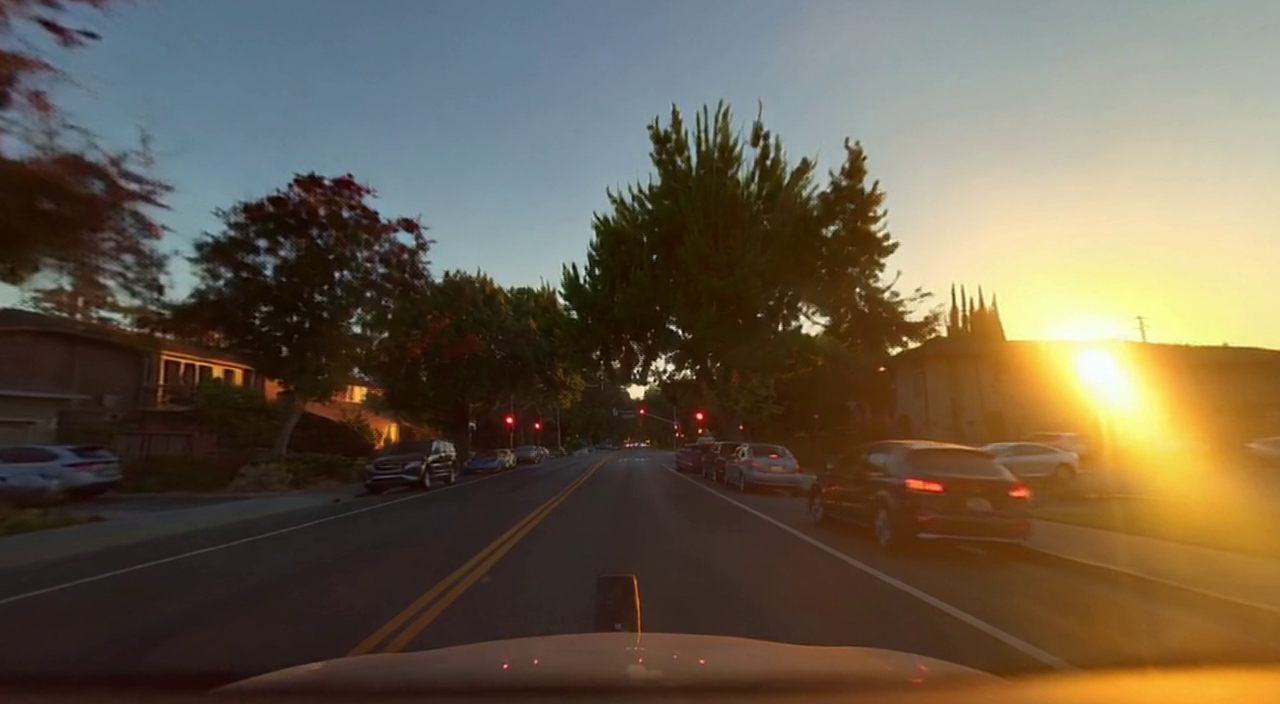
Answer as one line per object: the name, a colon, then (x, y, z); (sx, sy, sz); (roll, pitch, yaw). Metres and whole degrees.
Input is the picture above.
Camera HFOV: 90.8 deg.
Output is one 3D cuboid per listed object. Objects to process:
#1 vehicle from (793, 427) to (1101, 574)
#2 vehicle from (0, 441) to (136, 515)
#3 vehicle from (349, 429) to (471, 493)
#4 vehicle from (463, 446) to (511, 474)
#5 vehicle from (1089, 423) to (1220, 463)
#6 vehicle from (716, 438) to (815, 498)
vehicle: (3.833, 1.913, 8.993); (1.955, 1.536, 4.395); (0, -9, -4)
vehicle: (-14.586, 2.930, 15.077); (1.848, 1.562, 3.827); (0, -8, 1)
vehicle: (-8.089, 3.904, 23.007); (2.420, 2.004, 5.615); (0, -9, -1)
vehicle: (-8.509, 6.006, 35.438); (1.860, 1.476, 4.594); (0, -9, -4)
vehicle: (24.599, 4.373, 30.314); (4.476, 1.795, 2.055); (0, -9, -2)
vehicle: (3.451, 3.282, 18.252); (1.809, 1.513, 4.264); (0, -9, -3)
